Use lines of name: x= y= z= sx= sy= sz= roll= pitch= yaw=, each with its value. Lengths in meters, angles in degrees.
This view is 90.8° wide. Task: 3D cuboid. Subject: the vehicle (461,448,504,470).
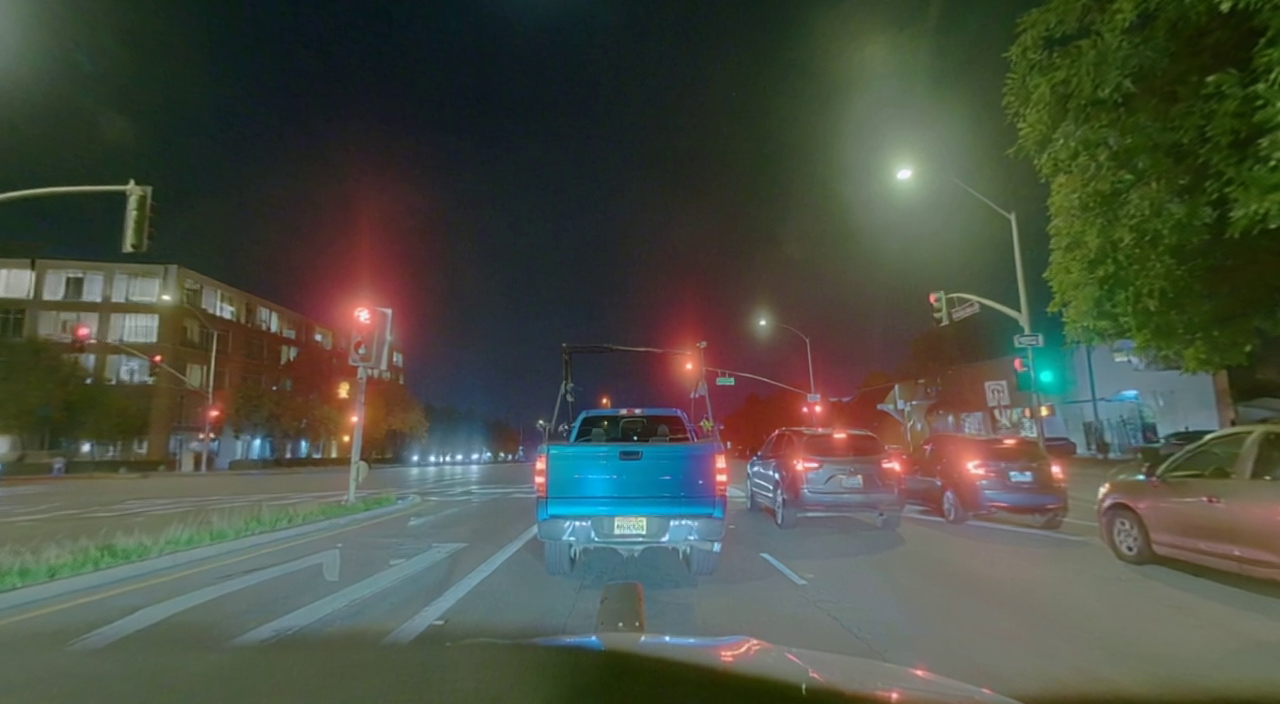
vehicle: x=-11.752 y=7.986 z=47.380 sx=1.989 sy=1.459 sz=4.667 roll=0 pitch=-8 yaw=0

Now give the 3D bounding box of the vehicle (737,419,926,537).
vehicle: x=3.234 y=2.225 z=11.787 sx=2.013 sy=1.742 sz=4.424 roll=0 pitch=-8 yaw=-1

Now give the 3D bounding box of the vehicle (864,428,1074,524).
vehicle: x=6.525 y=2.492 z=13.240 sx=2.002 sy=1.651 sz=4.305 roll=0 pitch=-8 yaw=-1

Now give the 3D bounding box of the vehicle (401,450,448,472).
vehicle: x=-15.810 y=7.959 z=46.513 sx=1.915 sy=1.491 sz=4.347 roll=0 pitch=-8 yaw=1

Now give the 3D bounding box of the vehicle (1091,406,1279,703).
vehicle: x=3.244 y=0.720 z=0.821 sx=2.057 sy=1.463 sz=4.365 roll=0 pitch=-8 yaw=0

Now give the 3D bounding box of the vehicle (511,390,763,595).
vehicle: x=-0.133 y=1.637 z=8.256 sx=2.344 sy=1.883 sz=4.572 roll=0 pitch=-8 yaw=-3
